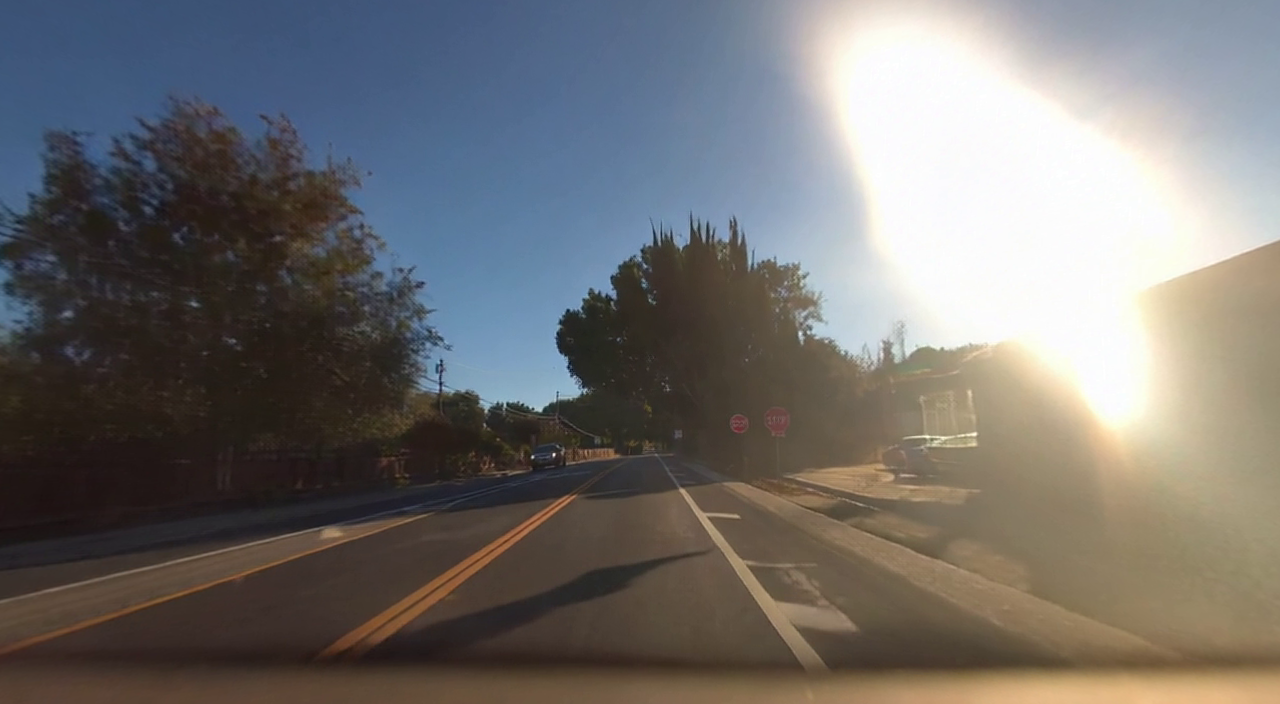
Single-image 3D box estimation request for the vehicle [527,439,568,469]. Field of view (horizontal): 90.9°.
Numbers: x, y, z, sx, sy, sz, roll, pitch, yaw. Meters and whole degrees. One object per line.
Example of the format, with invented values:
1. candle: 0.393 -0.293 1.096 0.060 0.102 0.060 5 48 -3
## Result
1. vehicle: -6.068 6.830 41.986 1.992 1.797 4.372 -2 -10 1
